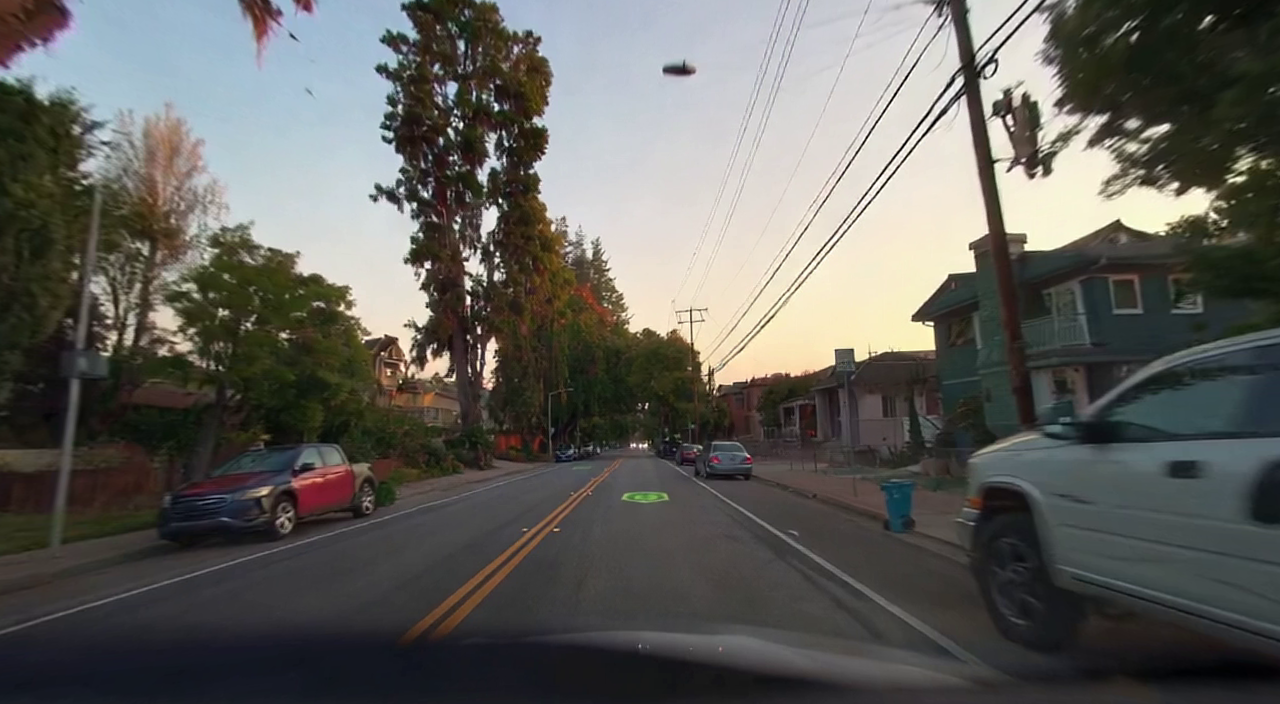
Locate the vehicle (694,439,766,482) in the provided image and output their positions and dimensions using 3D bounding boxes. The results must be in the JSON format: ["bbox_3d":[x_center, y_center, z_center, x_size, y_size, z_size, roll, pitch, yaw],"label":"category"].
[{"bbox_3d":[3.480,4.308,25.483,2.024,1.554,4.867,0,-8,-2],"label":"vehicle"}]

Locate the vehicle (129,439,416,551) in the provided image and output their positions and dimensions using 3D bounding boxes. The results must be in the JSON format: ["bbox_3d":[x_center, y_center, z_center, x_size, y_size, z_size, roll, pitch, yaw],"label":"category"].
[{"bbox_3d":[-6.652,2.594,12.594,2.195,1.684,5.802,-1,-8,1],"label":"vehicle"}]

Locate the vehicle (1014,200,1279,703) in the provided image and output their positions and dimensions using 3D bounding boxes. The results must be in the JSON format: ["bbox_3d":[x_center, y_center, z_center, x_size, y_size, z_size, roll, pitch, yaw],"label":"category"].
[{"bbox_3d":[3.454,0.294,0.255,2.382,2.186,6.650,0,-8,-1],"label":"vehicle"}]
